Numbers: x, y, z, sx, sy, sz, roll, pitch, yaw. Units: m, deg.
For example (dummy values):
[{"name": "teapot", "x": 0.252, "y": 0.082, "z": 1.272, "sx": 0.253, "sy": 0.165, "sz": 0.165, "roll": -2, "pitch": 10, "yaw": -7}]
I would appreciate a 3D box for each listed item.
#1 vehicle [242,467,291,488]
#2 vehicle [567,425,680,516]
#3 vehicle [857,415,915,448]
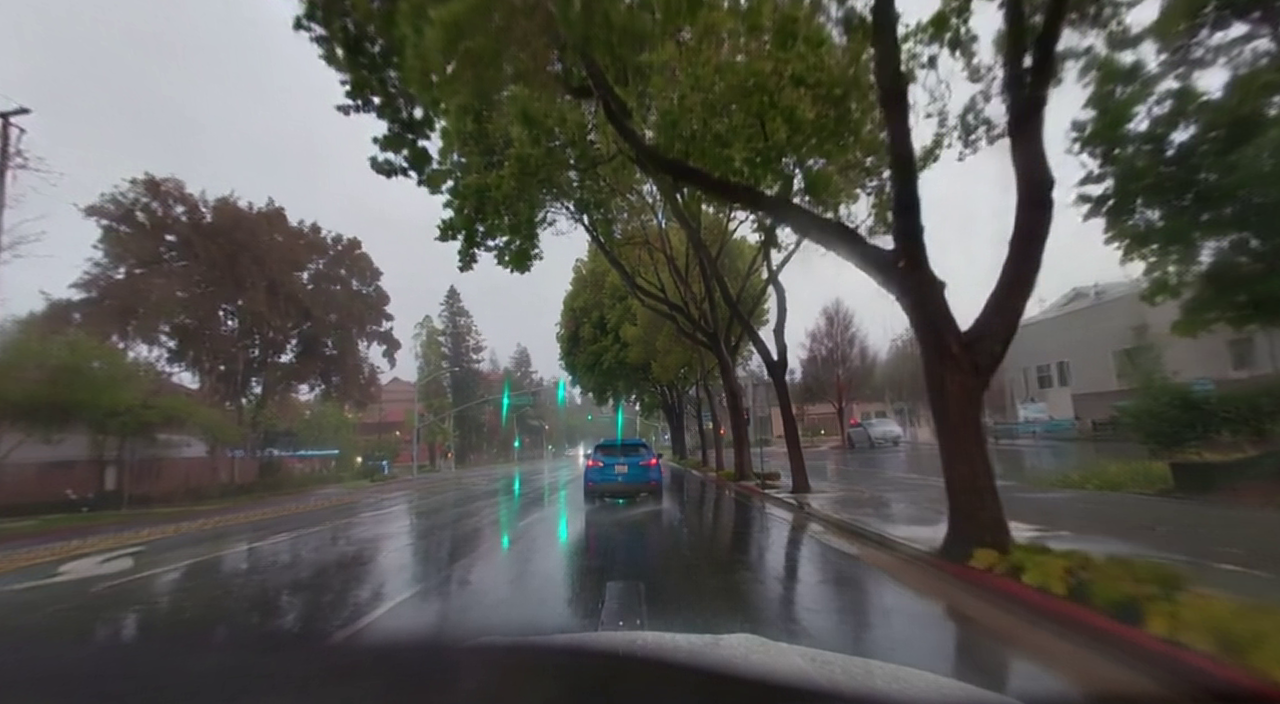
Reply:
[{"name": "vehicle", "x": -28.675, "y": 9.600, "z": 48.661, "sx": 1.771, "sy": 1.435, "sz": 4.144, "roll": -1, "pitch": -10, "yaw": -8}, {"name": "vehicle", "x": -0.347, "y": 2.541, "z": 14.023, "sx": 2.136, "sy": 1.703, "sz": 3.910, "roll": 0, "pitch": -8, "yaw": -1}, {"name": "vehicle", "x": 16.234, "y": 5.336, "z": 42.011, "sx": 2.039, "sy": 1.990, "sz": 5.111, "roll": -1, "pitch": -8, "yaw": 4}]
